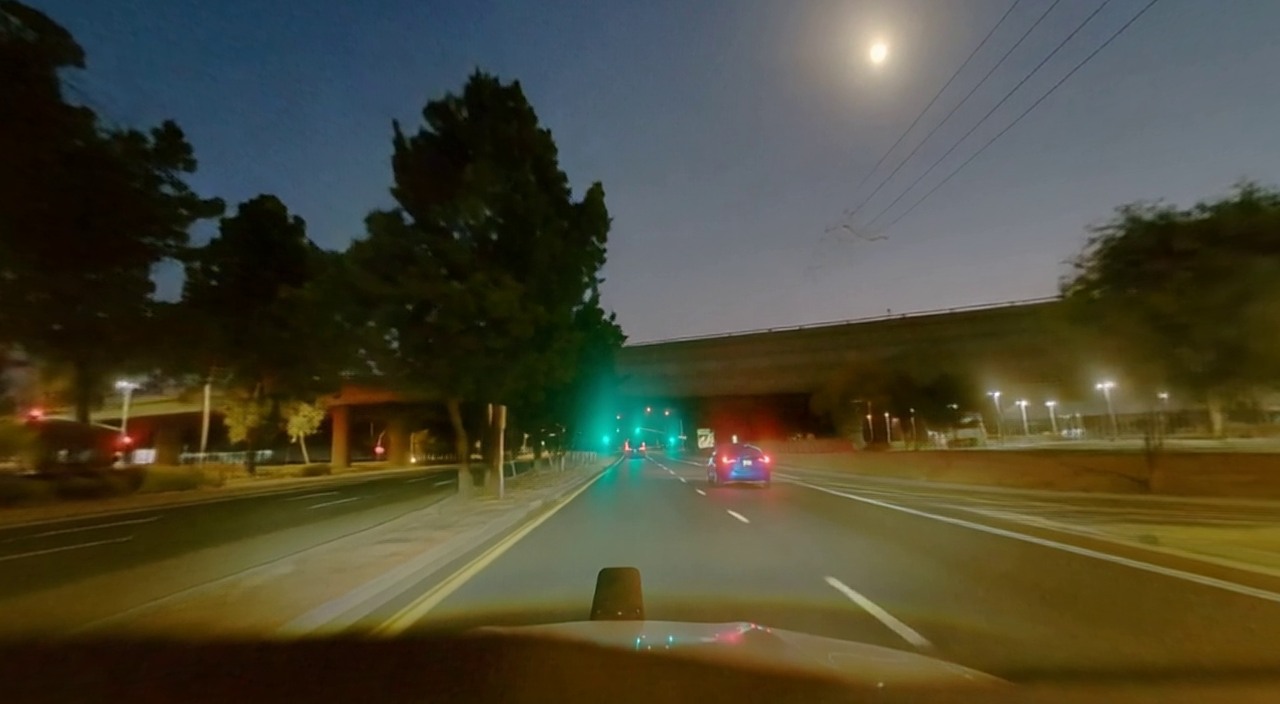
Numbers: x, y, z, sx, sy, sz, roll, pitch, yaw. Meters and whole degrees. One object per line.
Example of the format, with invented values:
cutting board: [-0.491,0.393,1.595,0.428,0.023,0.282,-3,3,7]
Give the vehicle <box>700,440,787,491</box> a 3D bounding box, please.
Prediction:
vehicle: [3.299,3.710,21.113,2.062,1.484,4.332,0,-8,-1]
